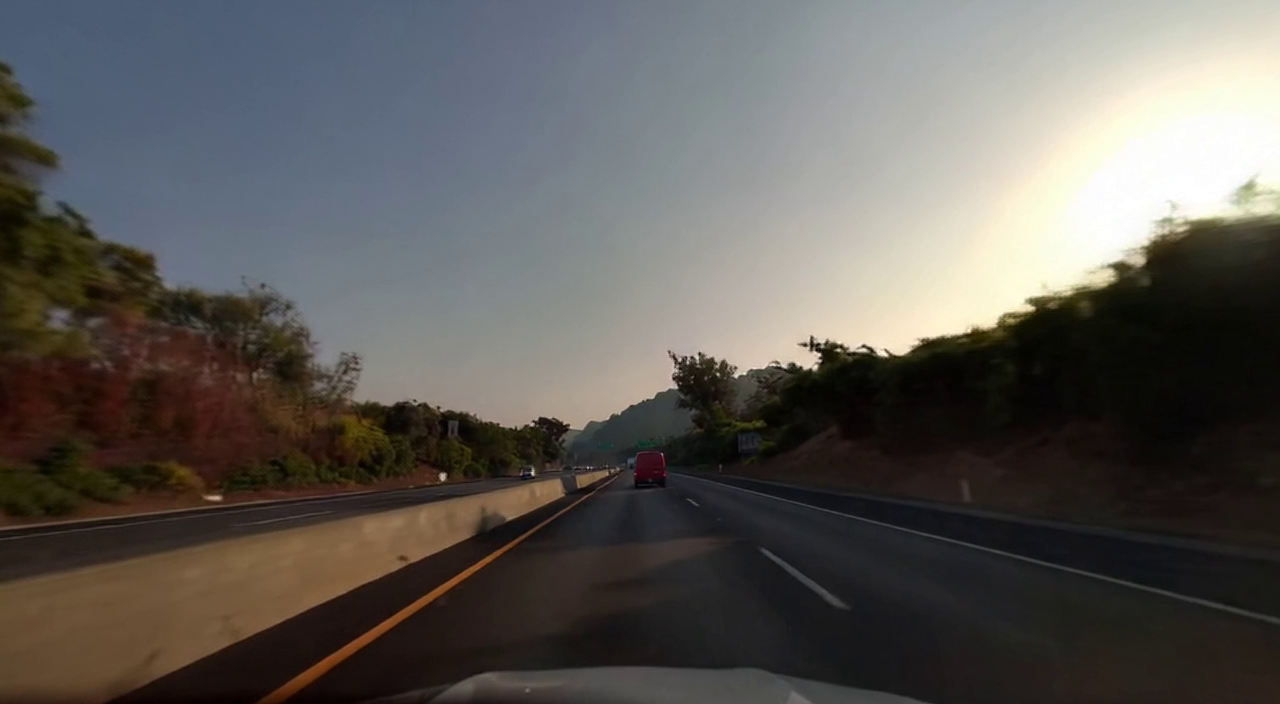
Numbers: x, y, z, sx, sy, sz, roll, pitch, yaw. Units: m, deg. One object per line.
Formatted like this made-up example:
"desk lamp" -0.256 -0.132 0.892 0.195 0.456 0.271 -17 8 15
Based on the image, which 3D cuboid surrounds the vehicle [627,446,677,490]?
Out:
"vehicle" 0.573 6.288 34.238 2.429 2.167 4.558 1 -11 -2
